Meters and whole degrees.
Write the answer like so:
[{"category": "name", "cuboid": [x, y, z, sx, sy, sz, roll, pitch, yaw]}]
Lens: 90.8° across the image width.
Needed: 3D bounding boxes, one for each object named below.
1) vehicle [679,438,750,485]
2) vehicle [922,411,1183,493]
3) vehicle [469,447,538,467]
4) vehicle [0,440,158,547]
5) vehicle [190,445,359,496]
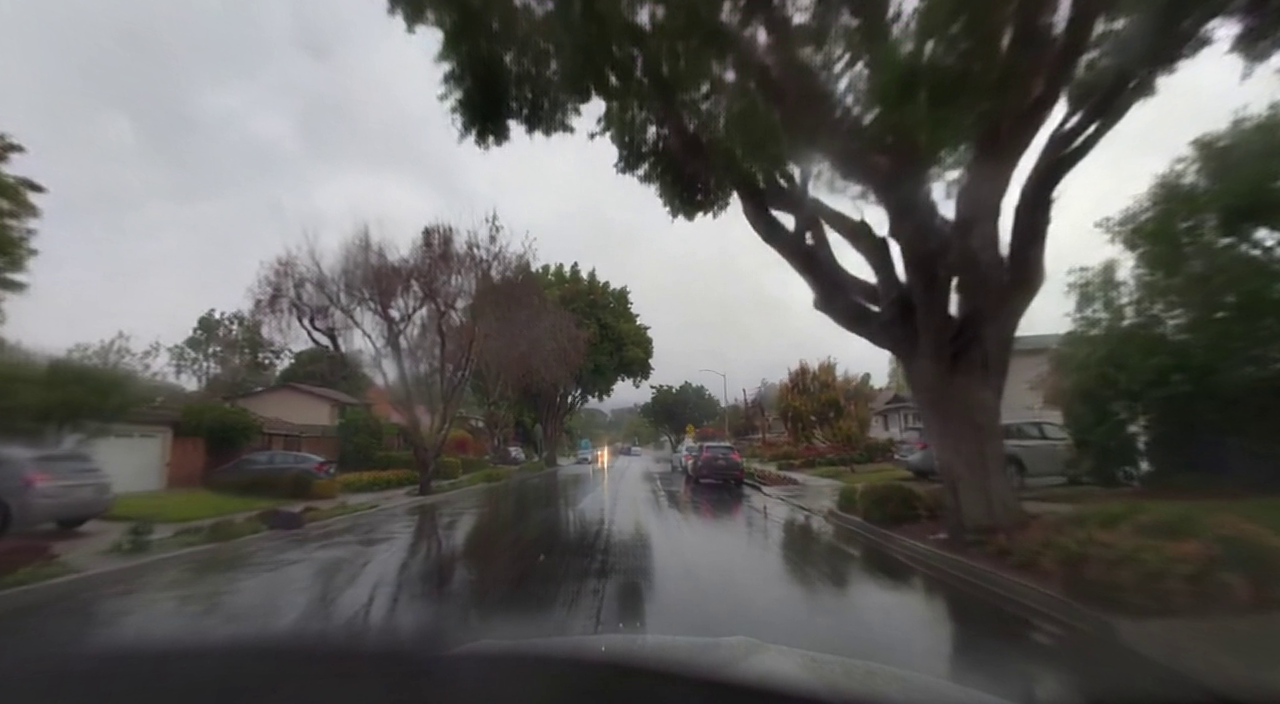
[{"category": "vehicle", "cuboid": [2.516, 3.842, 22.423, 2.022, 1.483, 4.565, 0, -9, 1]}, {"category": "vehicle", "cuboid": [8.910, 2.198, 13.993, 4.331, 1.570, 2.009, -1, -8, 0]}, {"category": "vehicle", "cuboid": [-10.694, 8.277, 49.841, 4.933, 1.547, 2.125, 0, -9, 0]}, {"category": "vehicle", "cuboid": [-11.555, 2.355, 10.852, 4.972, 1.623, 1.884, 0, -9, 1]}, {"category": "vehicle", "cuboid": [-11.436, 3.715, 20.022, 4.118, 1.492, 1.902, 0, -9, -3]}]
